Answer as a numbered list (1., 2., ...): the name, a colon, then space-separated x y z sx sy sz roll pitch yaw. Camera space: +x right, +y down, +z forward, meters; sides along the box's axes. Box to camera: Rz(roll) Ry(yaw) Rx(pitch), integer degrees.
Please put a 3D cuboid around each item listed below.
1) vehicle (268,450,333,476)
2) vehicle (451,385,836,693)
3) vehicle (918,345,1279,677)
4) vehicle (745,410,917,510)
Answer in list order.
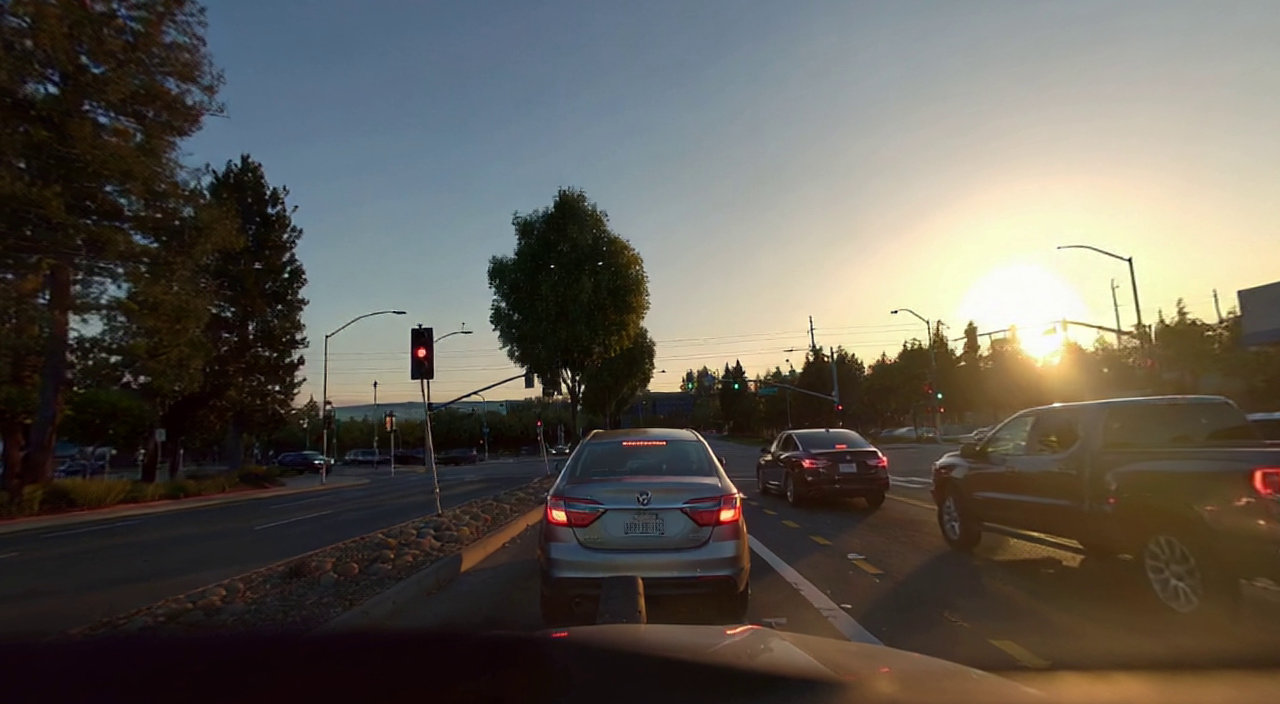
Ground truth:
1. vehicle: -24.061 7.842 44.877 1.798 1.706 4.385 -1 -8 6
2. vehicle: -0.017 1.313 5.539 2.116 1.677 3.948 0 -8 -1
3. vehicle: 4.522 1.170 5.518 2.019 1.803 4.634 0 -8 0
4. vehicle: 4.222 2.534 15.274 2.319 1.930 5.651 0 -8 -1
